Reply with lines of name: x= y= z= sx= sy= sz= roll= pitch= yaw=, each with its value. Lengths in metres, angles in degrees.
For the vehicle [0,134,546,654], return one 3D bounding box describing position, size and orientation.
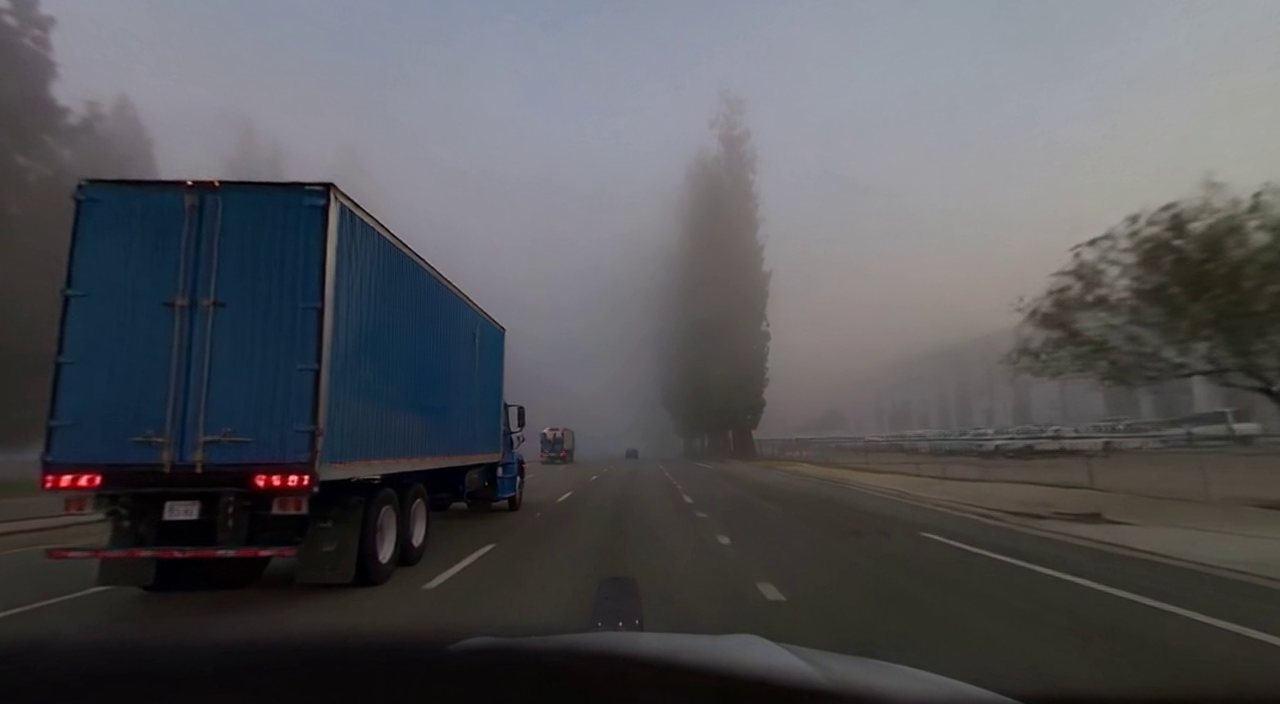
vehicle: x=-3.404 y=0.799 z=8.315 sx=2.910 sy=3.419 sz=8.376 roll=0 pitch=-8 yaw=1
